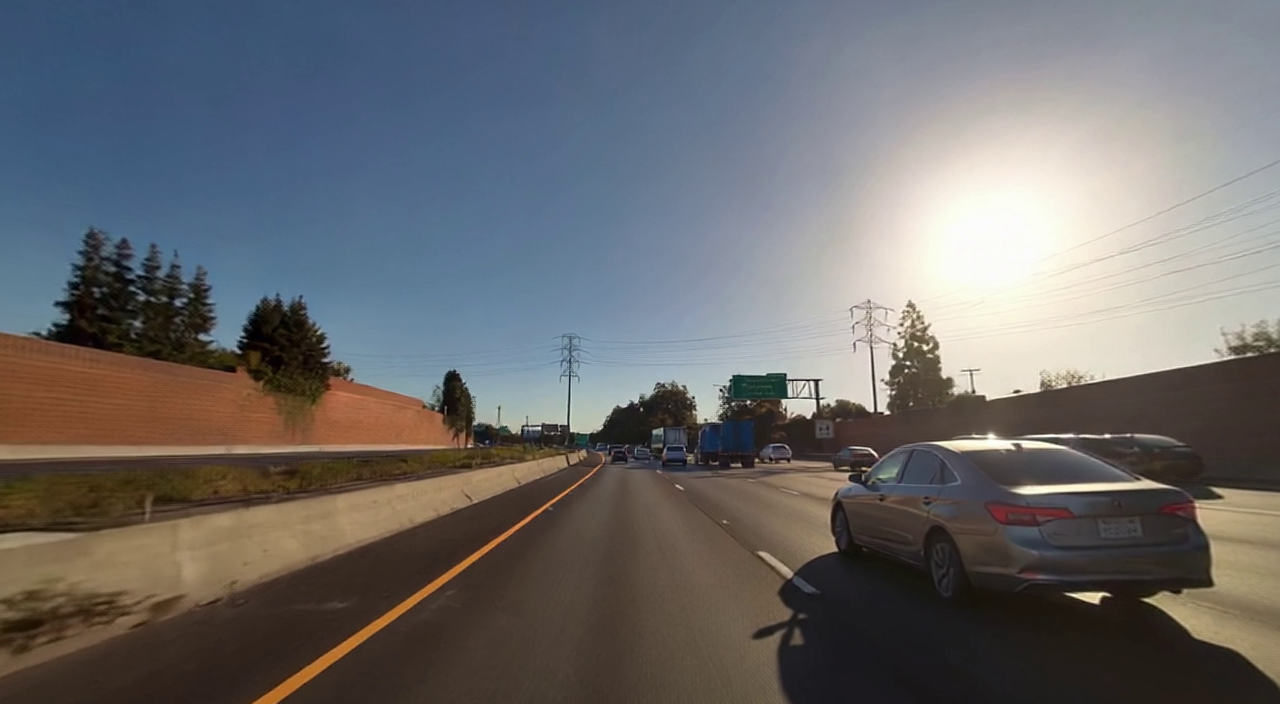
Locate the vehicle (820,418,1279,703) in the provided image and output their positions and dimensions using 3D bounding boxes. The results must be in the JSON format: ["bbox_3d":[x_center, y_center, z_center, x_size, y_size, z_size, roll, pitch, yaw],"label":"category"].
[{"bbox_3d":[3.052,1.346,4.925,1.922,1.465,4.165,0,-9,-2],"label":"vehicle"}]

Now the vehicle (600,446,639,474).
[{"bbox_3d":[-1.207,6.152,36.314,2.083,1.477,3.965,0,-9,-3],"label":"vehicle"}]

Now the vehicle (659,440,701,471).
[{"bbox_3d":[2.494,6.589,40.489,2.114,1.849,4.692,0,-9,-3],"label":"vehicle"}]
